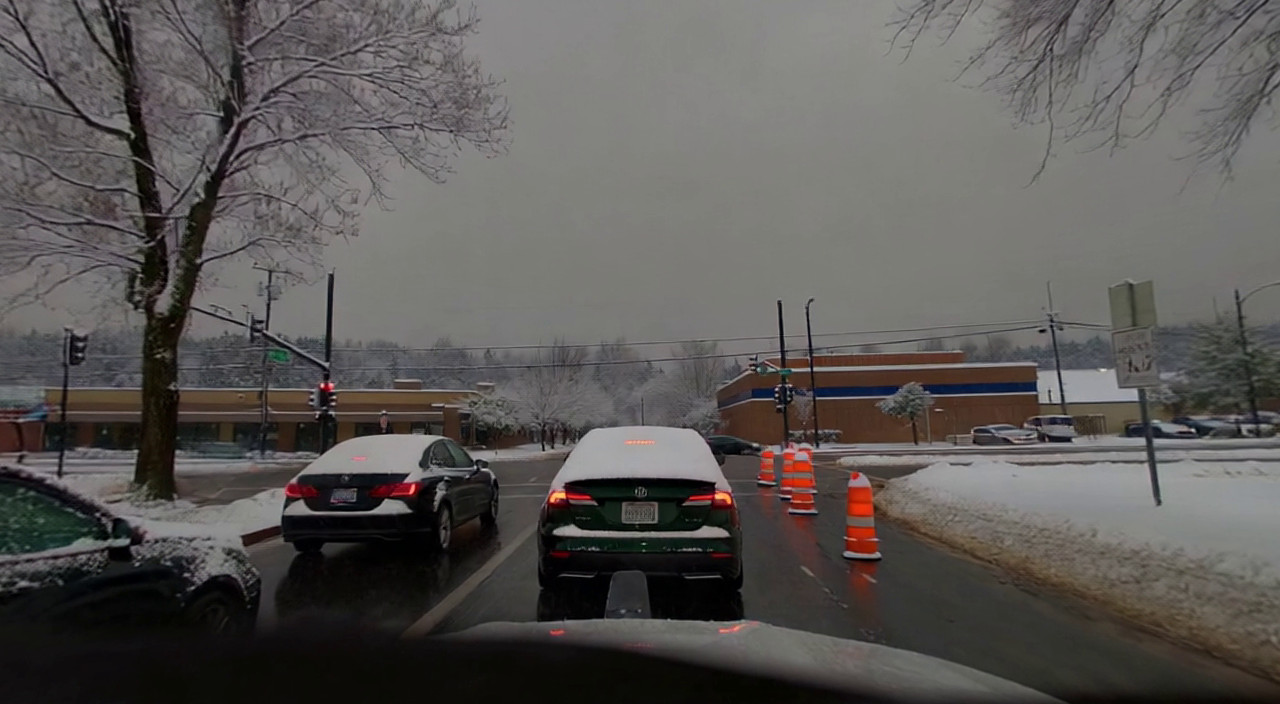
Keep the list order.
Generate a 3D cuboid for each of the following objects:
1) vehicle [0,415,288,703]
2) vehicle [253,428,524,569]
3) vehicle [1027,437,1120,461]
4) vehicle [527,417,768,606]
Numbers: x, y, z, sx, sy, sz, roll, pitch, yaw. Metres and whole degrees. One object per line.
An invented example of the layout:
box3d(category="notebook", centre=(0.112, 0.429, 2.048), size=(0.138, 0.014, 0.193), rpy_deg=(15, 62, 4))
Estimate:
box3d(category="vehicle", centre=(-3.593, 0.942, 2.148), size=(1.964, 1.497, 4.722), rpy_deg=(0, -9, 1))
box3d(category="vehicle", centre=(-3.271, 1.999, 9.449), size=(1.989, 1.541, 4.626), rpy_deg=(0, -9, 2))
box3d(category="vehicle", centre=(28.014, 6.268, 40.791), size=(4.579, 1.480, 1.819), rpy_deg=(0, -9, 2))
box3d(category="vehicle", centre=(0.113, 1.623, 7.213), size=(2.021, 1.560, 3.676), rpy_deg=(0, -9, 1))
